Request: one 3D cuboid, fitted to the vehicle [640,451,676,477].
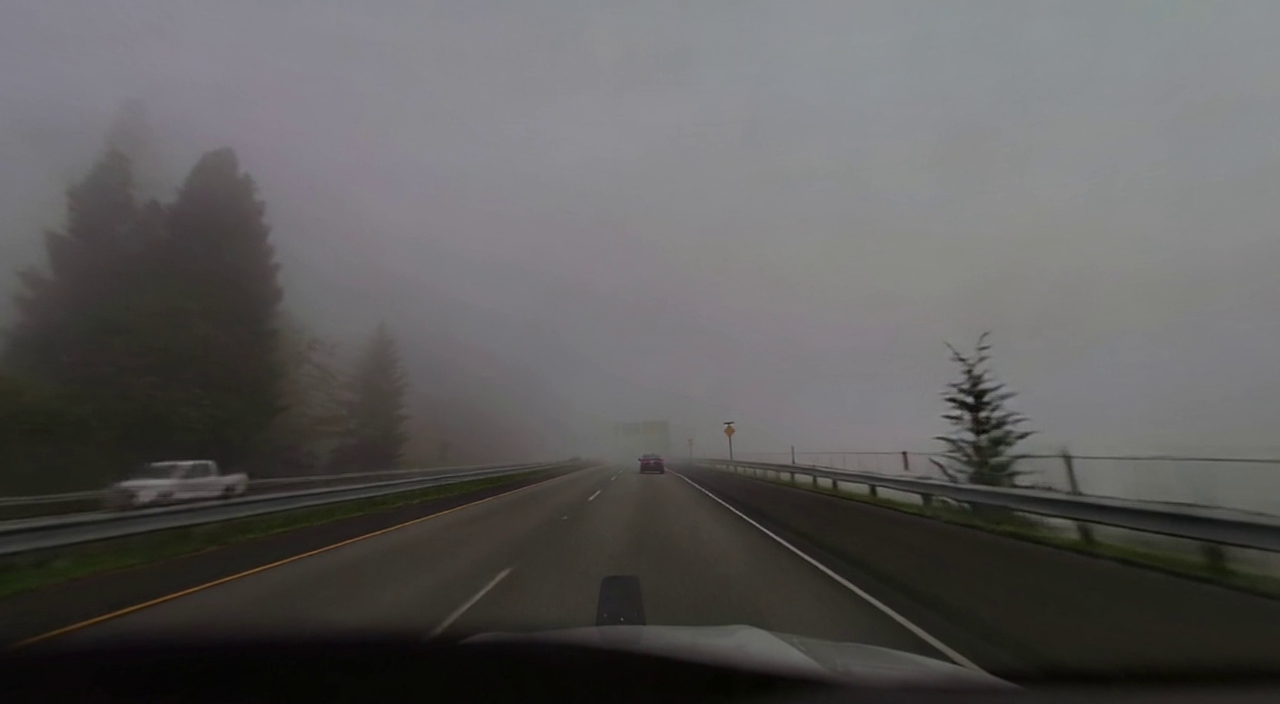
[{"bbox_3d":[1.028,6.652,37.728,2.036,1.457,3.471,0,-9,-1],"label":"vehicle"}]

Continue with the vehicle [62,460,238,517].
[{"bbox_3d":[-17.113,4.763,22.467,2.335,1.694,4.933,0,-9,-1],"label":"vehicle"}]
